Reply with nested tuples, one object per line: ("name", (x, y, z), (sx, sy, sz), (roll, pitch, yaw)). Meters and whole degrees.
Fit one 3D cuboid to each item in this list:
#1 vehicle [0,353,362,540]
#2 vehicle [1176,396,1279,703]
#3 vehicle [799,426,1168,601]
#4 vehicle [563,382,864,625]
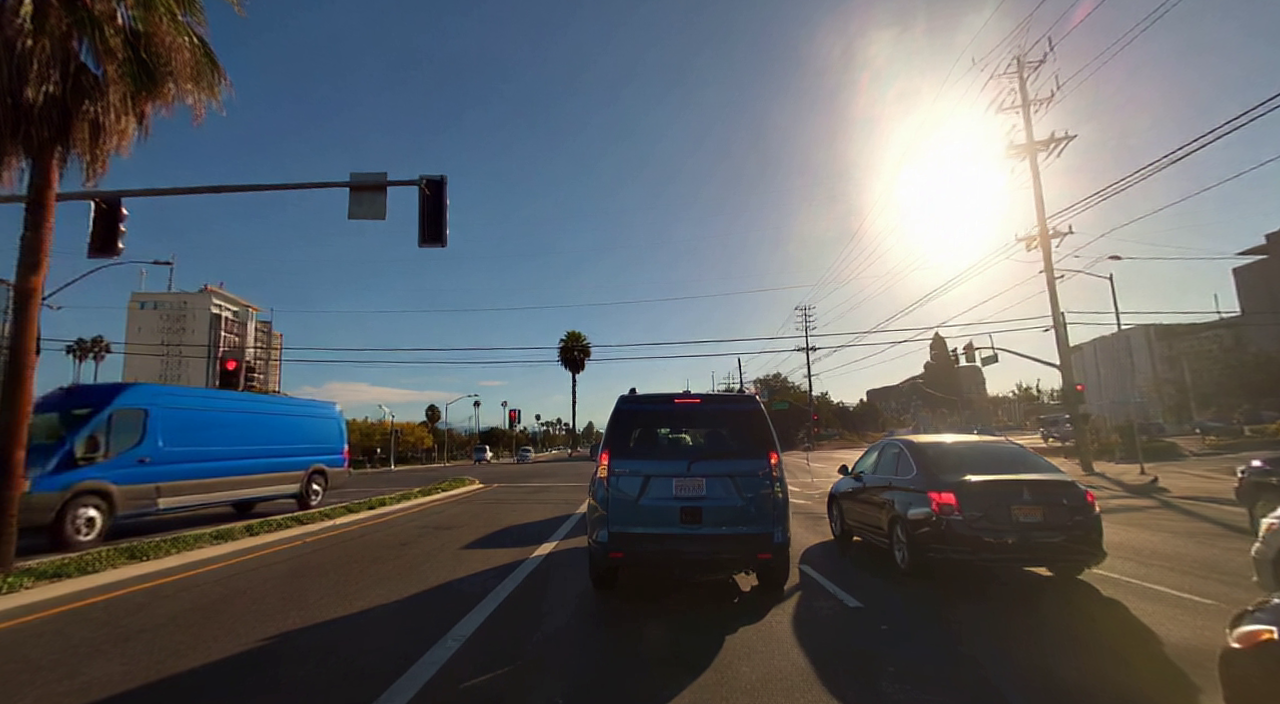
("vehicle", (-13.413, 2.832, 19.095), (2.973, 3.889, 11.535), (-2, -9, 10))
("vehicle", (3.366, 0.648, 0.660), (1.805, 1.485, 4.348), (0, -9, 1))
("vehicle", (3.448, 1.686, 7.504), (1.895, 1.456, 4.255), (0, -9, -2))
("vehicle", (0.470, 1.438, 6.883), (2.228, 1.780, 4.269), (0, -9, -2))
